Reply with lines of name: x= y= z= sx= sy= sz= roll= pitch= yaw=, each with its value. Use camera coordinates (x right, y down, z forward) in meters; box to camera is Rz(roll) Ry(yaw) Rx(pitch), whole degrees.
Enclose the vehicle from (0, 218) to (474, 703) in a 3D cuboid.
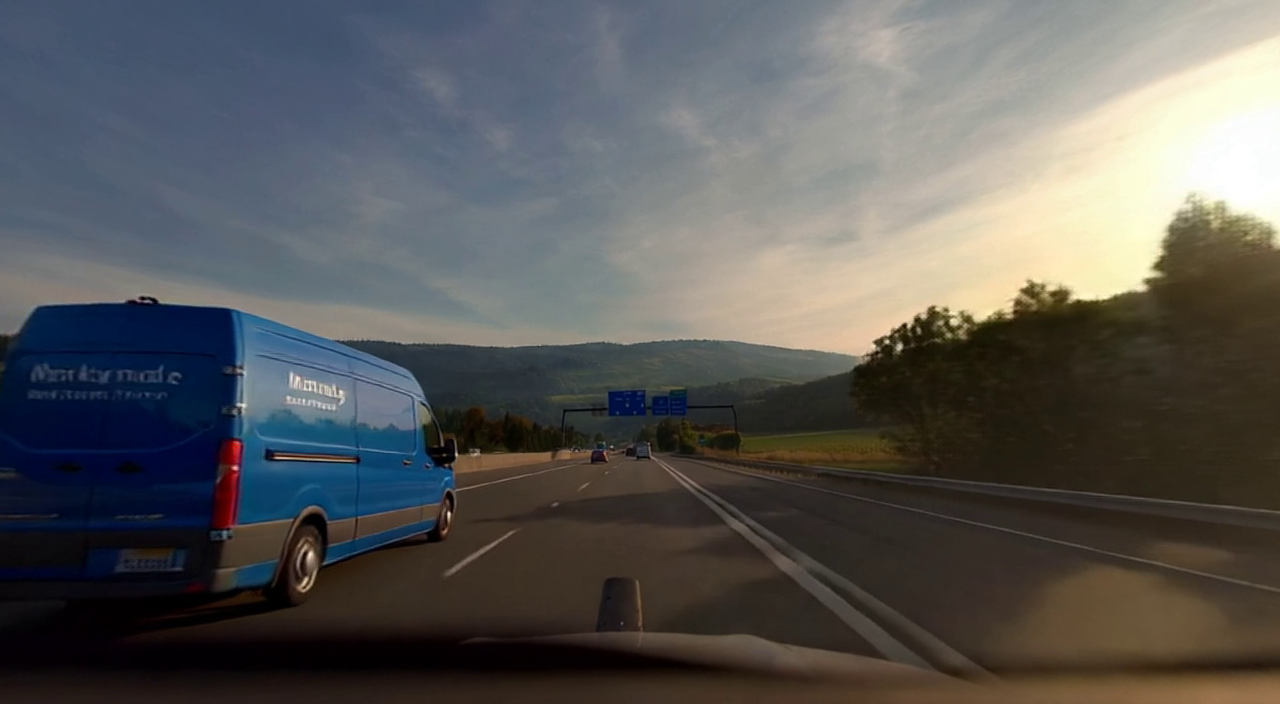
vehicle: x=-3.879 y=1.090 z=6.722 sx=2.320 sy=2.636 sz=7.021 roll=0 pitch=-9 yaw=0
